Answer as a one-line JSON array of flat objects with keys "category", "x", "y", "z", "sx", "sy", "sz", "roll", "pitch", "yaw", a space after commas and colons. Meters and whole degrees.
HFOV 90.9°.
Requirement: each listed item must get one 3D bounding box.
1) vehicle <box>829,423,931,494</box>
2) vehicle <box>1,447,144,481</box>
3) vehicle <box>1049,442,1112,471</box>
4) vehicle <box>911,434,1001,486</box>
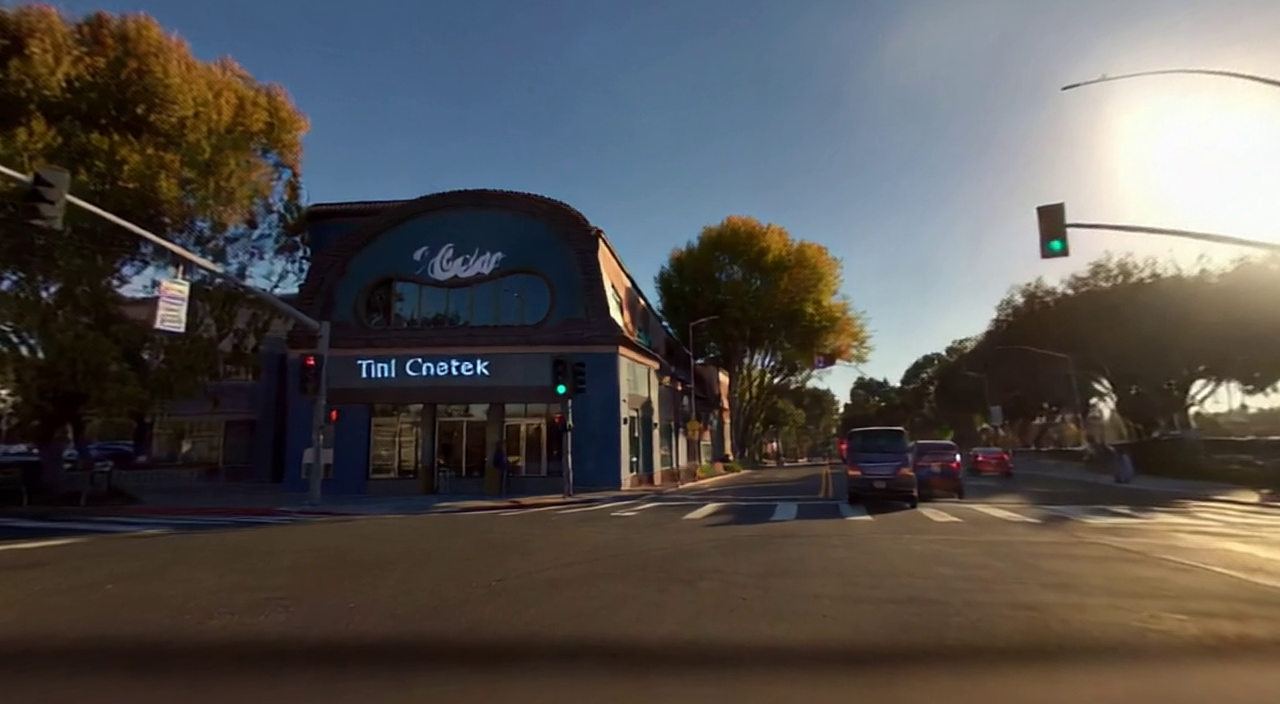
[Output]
[{"category": "vehicle", "x": 7.472, "y": 3.355, "z": 20.238, "sx": 2.390, "sy": 1.948, "sz": 5.344, "roll": -2, "pitch": -9, "yaw": 14}, {"category": "vehicle", "x": -27.171, "y": 5.354, "z": 30.348, "sx": 4.671, "sy": 1.543, "sz": 1.846, "roll": 2, "pitch": -9, "yaw": -12}, {"category": "vehicle", "x": 27.978, "y": 6.628, "z": 40.180, "sx": 1.886, "sy": 1.687, "sz": 4.268, "roll": -2, "pitch": -9, "yaw": 16}, {"category": "vehicle", "x": 11.686, "y": 3.985, "z": 23.685, "sx": 2.048, "sy": 1.725, "sz": 4.754, "roll": -2, "pitch": -9, "yaw": 15}]
